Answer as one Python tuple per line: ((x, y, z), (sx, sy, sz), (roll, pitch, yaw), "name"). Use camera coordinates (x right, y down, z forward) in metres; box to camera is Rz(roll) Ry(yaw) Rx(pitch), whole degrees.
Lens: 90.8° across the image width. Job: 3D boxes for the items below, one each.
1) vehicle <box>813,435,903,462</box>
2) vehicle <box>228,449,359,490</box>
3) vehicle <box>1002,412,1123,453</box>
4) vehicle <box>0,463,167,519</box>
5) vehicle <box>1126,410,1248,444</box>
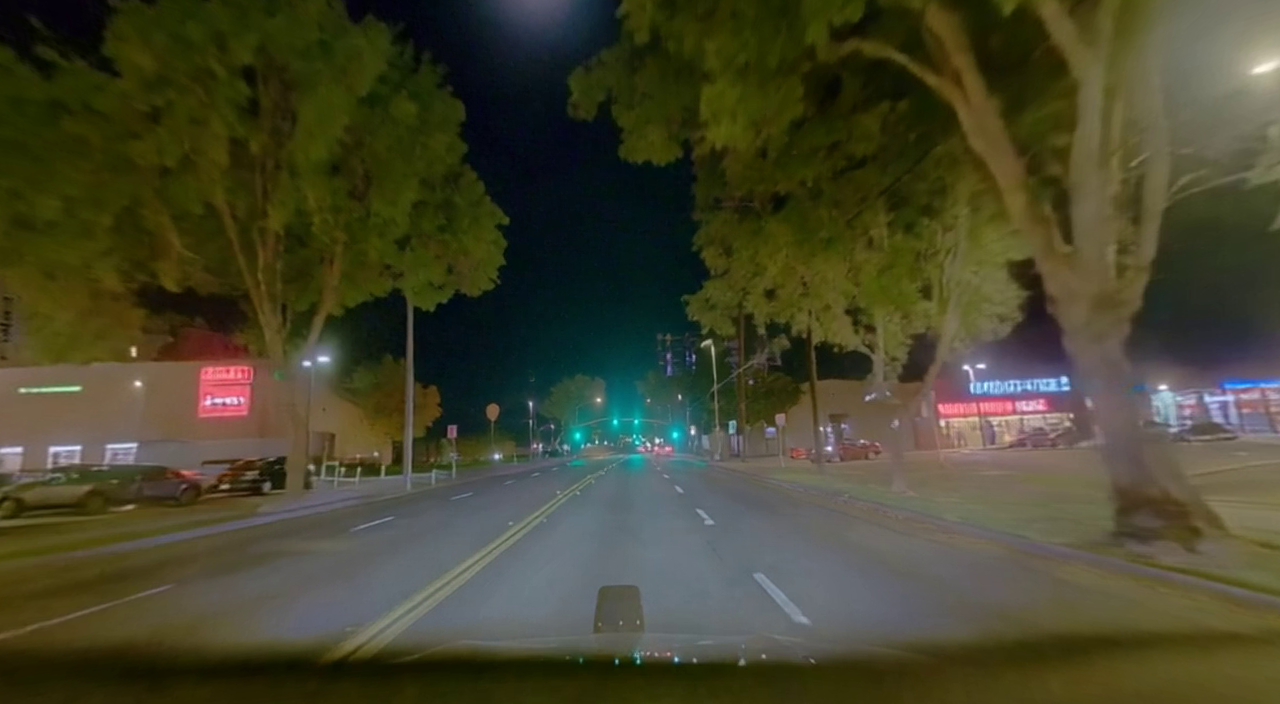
((12.136, 5.398, 35.420), (4.404, 1.445, 1.844), (-2, -9, 8), "vehicle")
((-15.289, 5.189, 28.044), (4.579, 1.701, 2.033), (-1, -9, 1), "vehicle")
((24.968, 4.811, 37.501), (5.444, 1.901, 2.250), (-5, -8, 0), "vehicle")
((-15.877, 3.874, 17.752), (3.771, 1.404, 1.639), (0, -9, -2), "vehicle")
((32.269, 4.468, 37.382), (5.318, 1.849, 2.058), (0, -9, -2), "vehicle")
